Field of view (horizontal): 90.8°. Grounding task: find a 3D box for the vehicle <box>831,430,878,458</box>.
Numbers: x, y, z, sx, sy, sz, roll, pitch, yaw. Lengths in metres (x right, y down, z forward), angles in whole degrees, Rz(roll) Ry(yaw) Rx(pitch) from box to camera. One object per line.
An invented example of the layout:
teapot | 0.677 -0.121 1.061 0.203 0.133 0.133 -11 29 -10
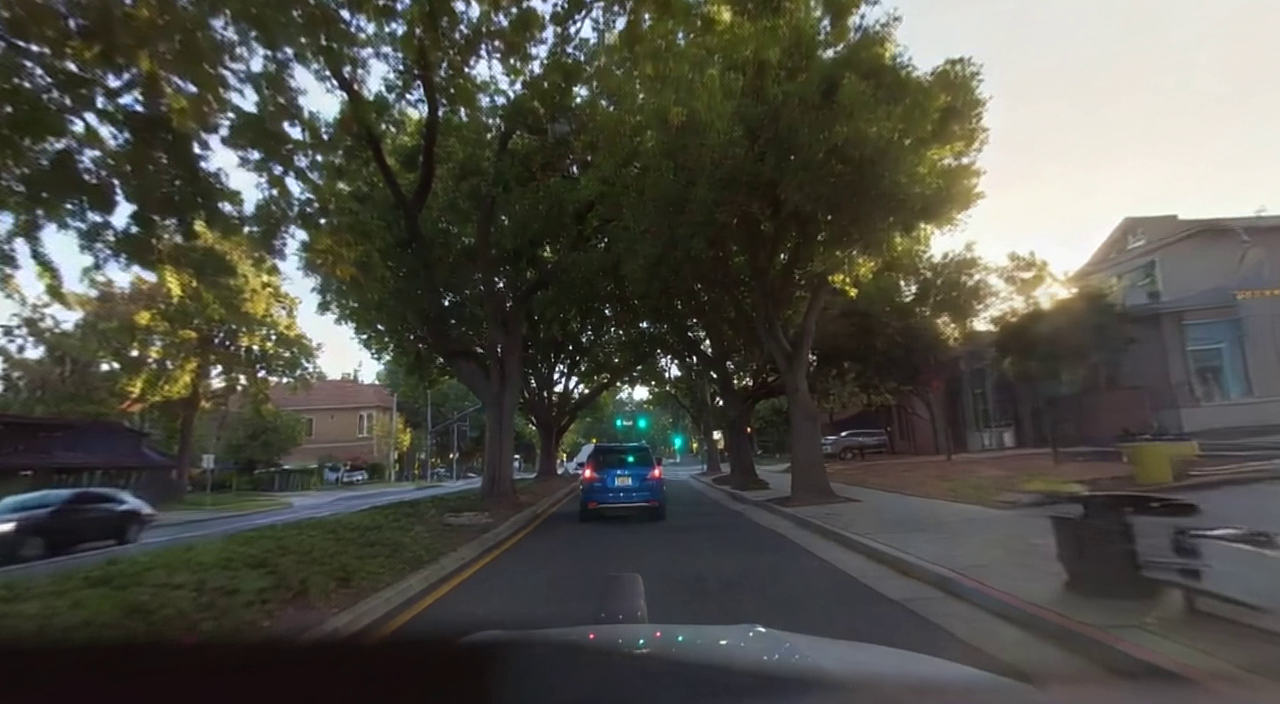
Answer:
vehicle | 16.092 6.953 47.684 2.039 1.990 5.111 -1 -9 3

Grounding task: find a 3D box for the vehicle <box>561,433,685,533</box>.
vehicle | -0.341 2.582 13.007 2.136 1.703 3.910 0 -9 -1

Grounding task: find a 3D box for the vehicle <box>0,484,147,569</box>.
vehicle | -15.640 4.464 16.643 1.785 1.699 4.328 0 -9 0
